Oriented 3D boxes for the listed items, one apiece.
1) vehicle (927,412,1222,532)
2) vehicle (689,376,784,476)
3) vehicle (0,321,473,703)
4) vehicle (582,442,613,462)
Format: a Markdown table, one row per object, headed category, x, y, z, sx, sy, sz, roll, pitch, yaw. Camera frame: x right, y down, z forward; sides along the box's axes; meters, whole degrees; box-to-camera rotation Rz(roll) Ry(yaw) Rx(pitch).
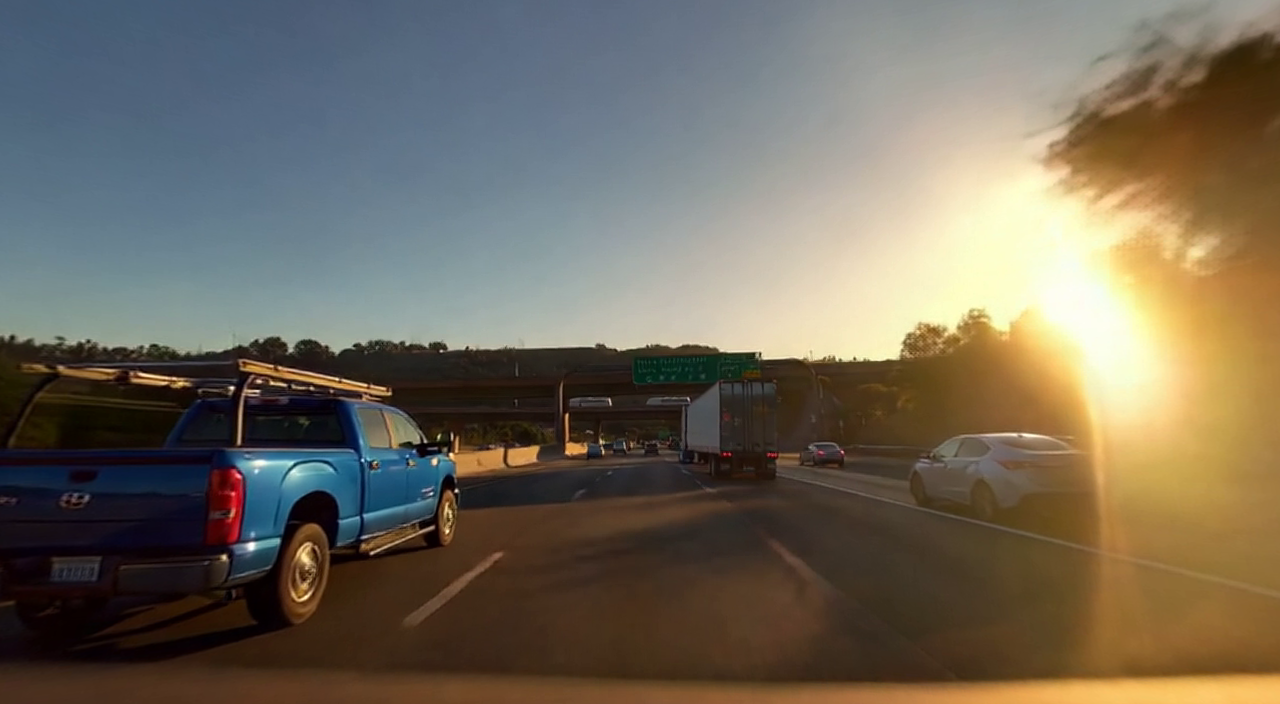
| category | x | y | z | sx | sy | sz | roll | pitch | yaw |
| --- | --- | --- | --- | --- | --- | --- | --- | --- | --- |
| vehicle | 7.301 | 2.064 | 11.416 | 1.999 | 1.700 | 4.640 | 0 | -9 | 0 |
| vehicle | 4.399 | 3.963 | 32.133 | 2.885 | 4.036 | 12.891 | 0 | -8 | 0 |
| vehicle | -3.910 | 1.310 | 6.582 | 2.599 | 2.054 | 6.288 | 0 | -8 | 0 |
| vehicle | -3.223 | 7.752 | 48.943 | 2.077 | 1.446 | 4.106 | 0 | -8 | 1 |
